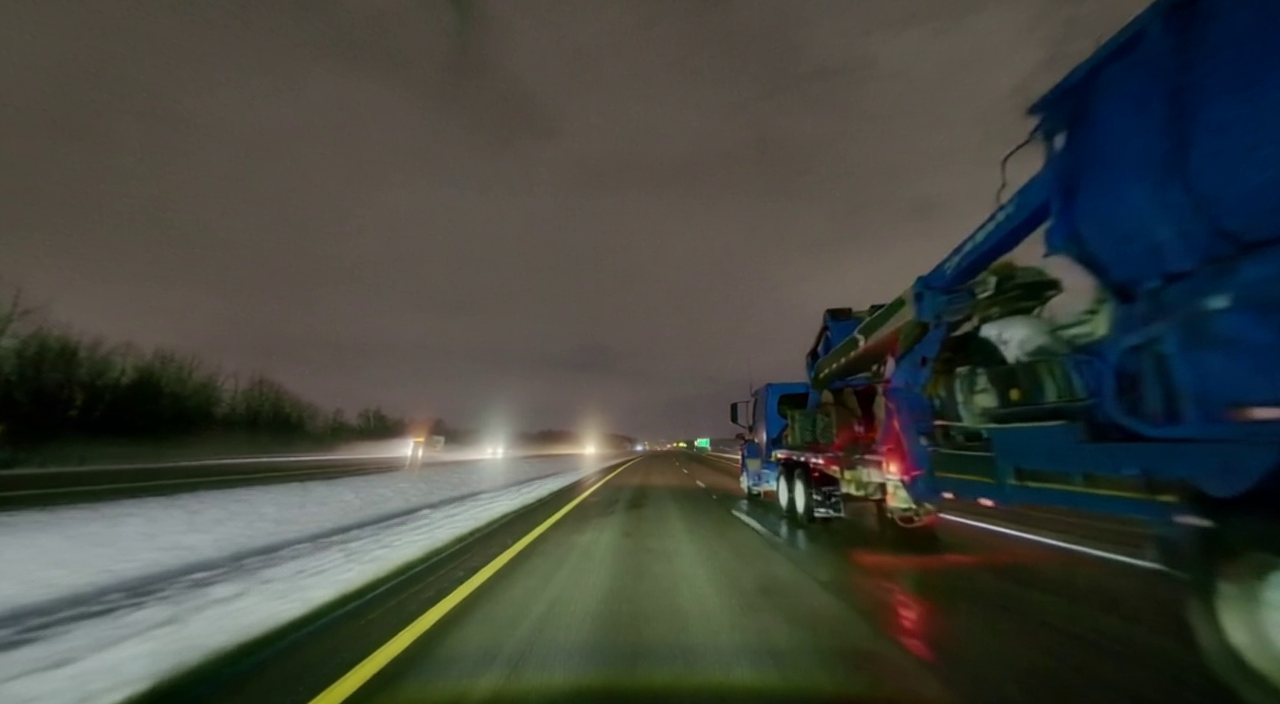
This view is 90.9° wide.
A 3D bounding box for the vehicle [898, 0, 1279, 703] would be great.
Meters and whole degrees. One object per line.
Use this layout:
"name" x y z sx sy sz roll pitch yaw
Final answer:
"vehicle" 3.969 -0.236 2.412 2.959 3.724 7.068 0 -8 1
